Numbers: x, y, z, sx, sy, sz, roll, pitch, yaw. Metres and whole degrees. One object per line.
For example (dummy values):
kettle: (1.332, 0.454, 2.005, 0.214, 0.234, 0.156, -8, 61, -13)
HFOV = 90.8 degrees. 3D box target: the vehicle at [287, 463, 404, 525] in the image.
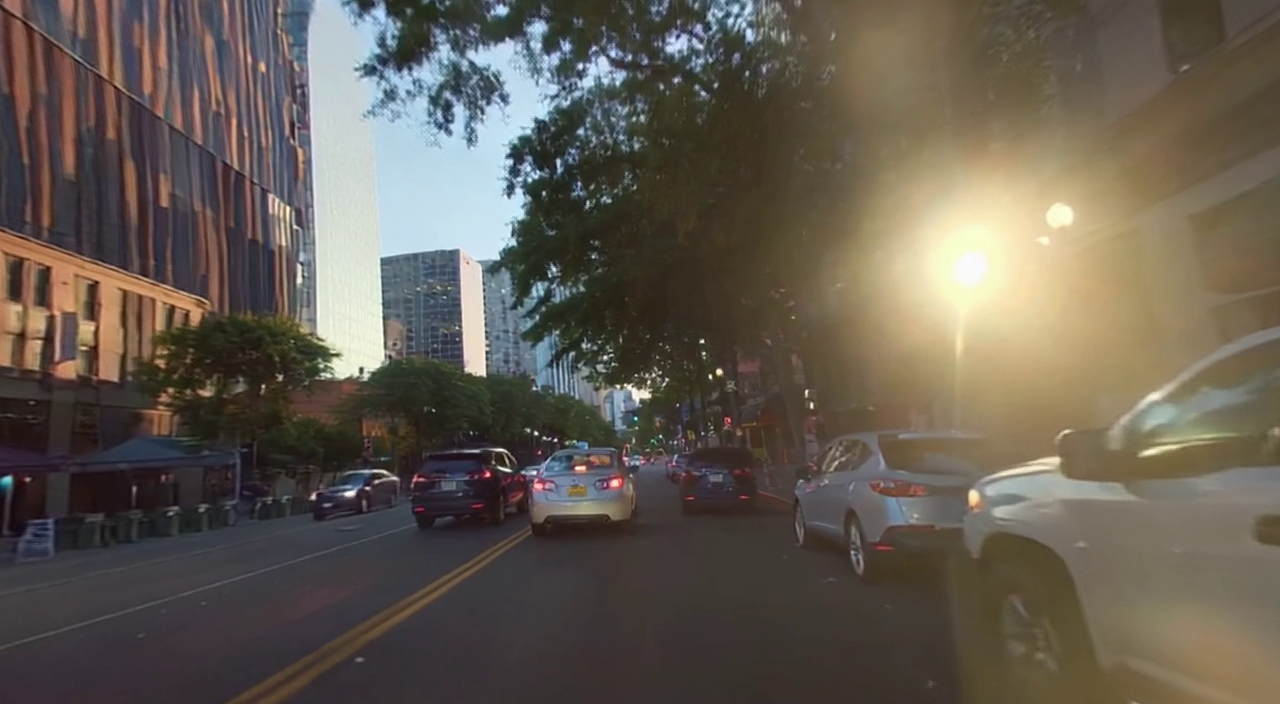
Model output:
vehicle: (-9.500, 4.574, 20.796, 1.990, 1.673, 3.947, 0, -8, -1)

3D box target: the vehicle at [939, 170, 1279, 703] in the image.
vehicle: (2.955, 0.410, 1.093, 2.225, 2.070, 5.264, 0, -9, 0)

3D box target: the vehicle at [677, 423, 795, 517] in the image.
vehicle: (2.592, 2.879, 15.962, 2.352, 1.953, 4.798, -3, -9, 15)

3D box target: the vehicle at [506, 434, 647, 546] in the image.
vehicle: (-0.942, 2.391, 11.575, 2.076, 1.667, 3.948, -1, -9, 1)

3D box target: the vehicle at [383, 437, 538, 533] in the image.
vehicle: (-3.850, 2.913, 14.539, 2.000, 1.818, 4.668, -1, -9, 3)
